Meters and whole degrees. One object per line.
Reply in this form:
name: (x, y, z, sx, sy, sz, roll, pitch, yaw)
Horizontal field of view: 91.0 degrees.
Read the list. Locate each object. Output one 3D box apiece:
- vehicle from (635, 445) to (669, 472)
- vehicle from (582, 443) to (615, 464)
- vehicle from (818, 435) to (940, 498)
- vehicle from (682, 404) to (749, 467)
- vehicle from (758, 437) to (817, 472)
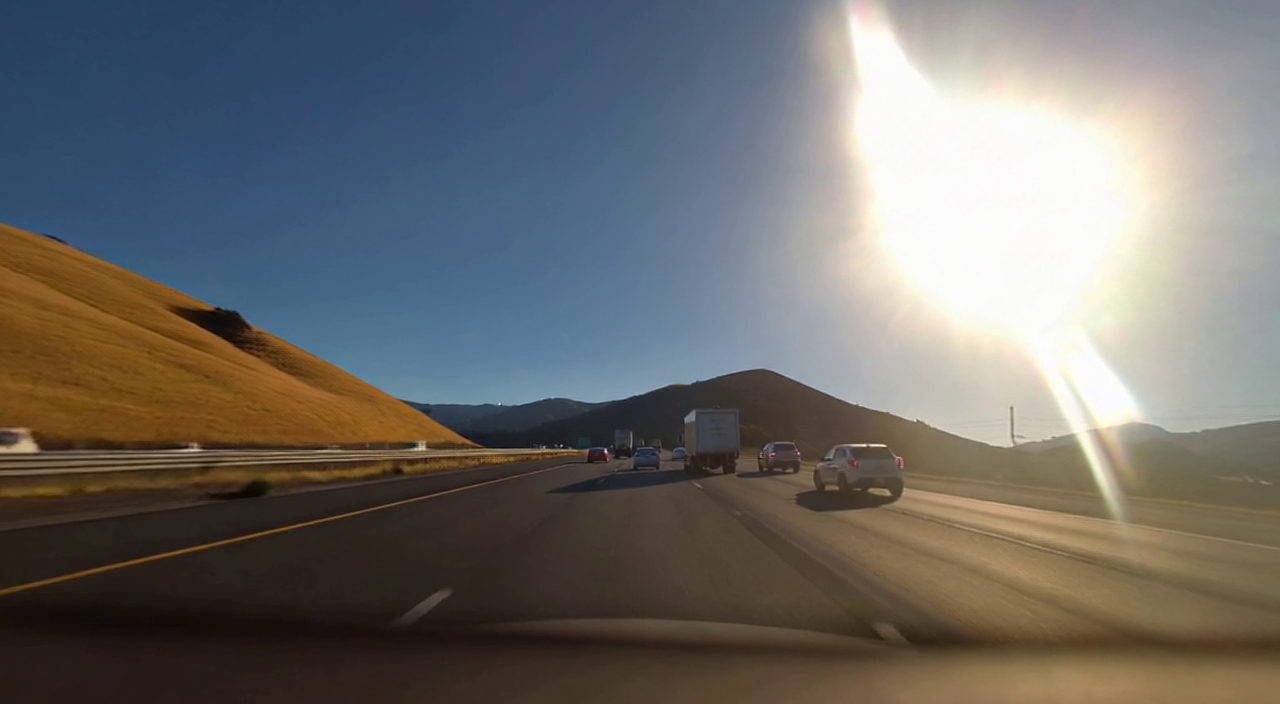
vehicle: (0.675, 6.149, 36.616, 1.866, 1.492, 3.932, 0, -9, 0)
vehicle: (-3.068, 7.632, 47.487, 2.132, 1.506, 4.256, 0, -9, 0)
vehicle: (7.087, 3.433, 19.254, 2.044, 1.676, 4.421, 0, -9, 1)
vehicle: (4.718, 5.634, 41.812, 3.130, 3.607, 11.129, 0, -9, 0)
vehicle: (8.063, 5.660, 34.901, 2.143, 1.775, 4.729, 0, -9, 0)
